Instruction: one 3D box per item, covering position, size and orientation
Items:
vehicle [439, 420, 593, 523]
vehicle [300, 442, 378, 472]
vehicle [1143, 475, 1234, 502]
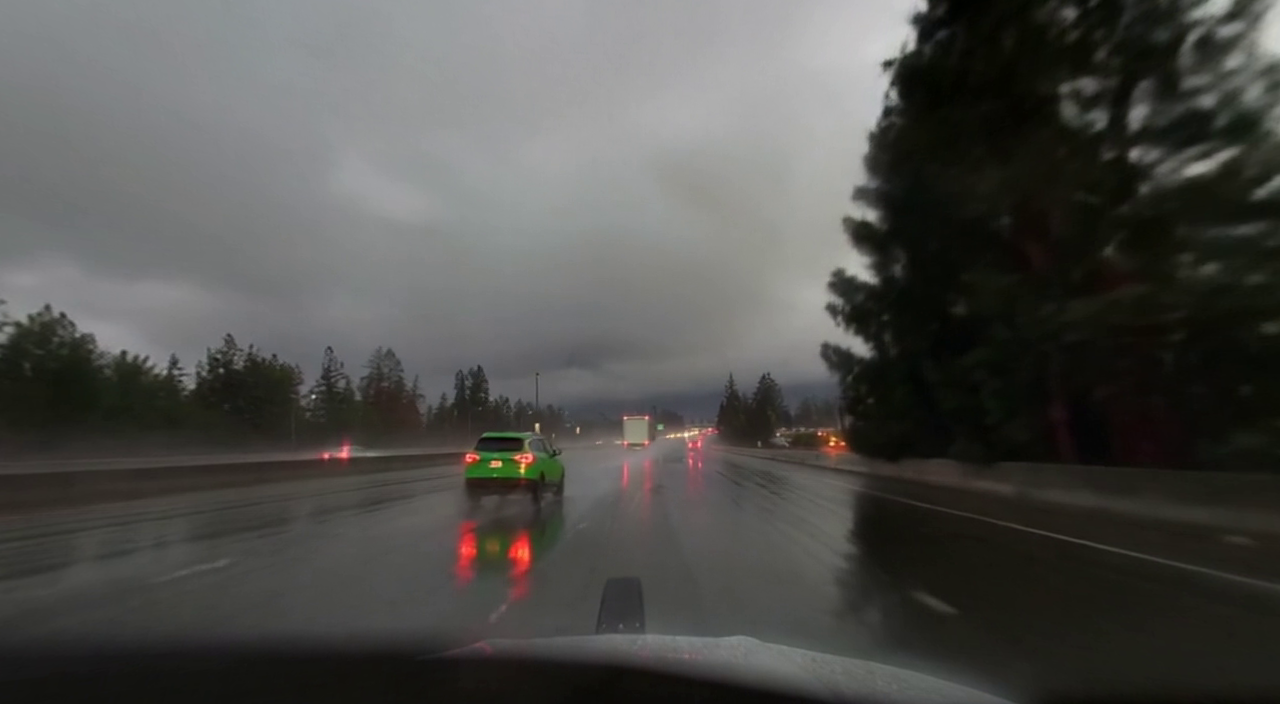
[{"bbox_3d":[-2.313,2.399,13.116,2.111,1.742,4.315,0,-9,3],"label":"vehicle"},{"bbox_3d":[-16.626,5.807,35.077,1.965,1.503,4.579,0,-9,2],"label":"vehicle"},{"bbox_3d":[37.110,9.222,42.751,1.909,1.562,4.426,2,-9,-7],"label":"vehicle"}]
